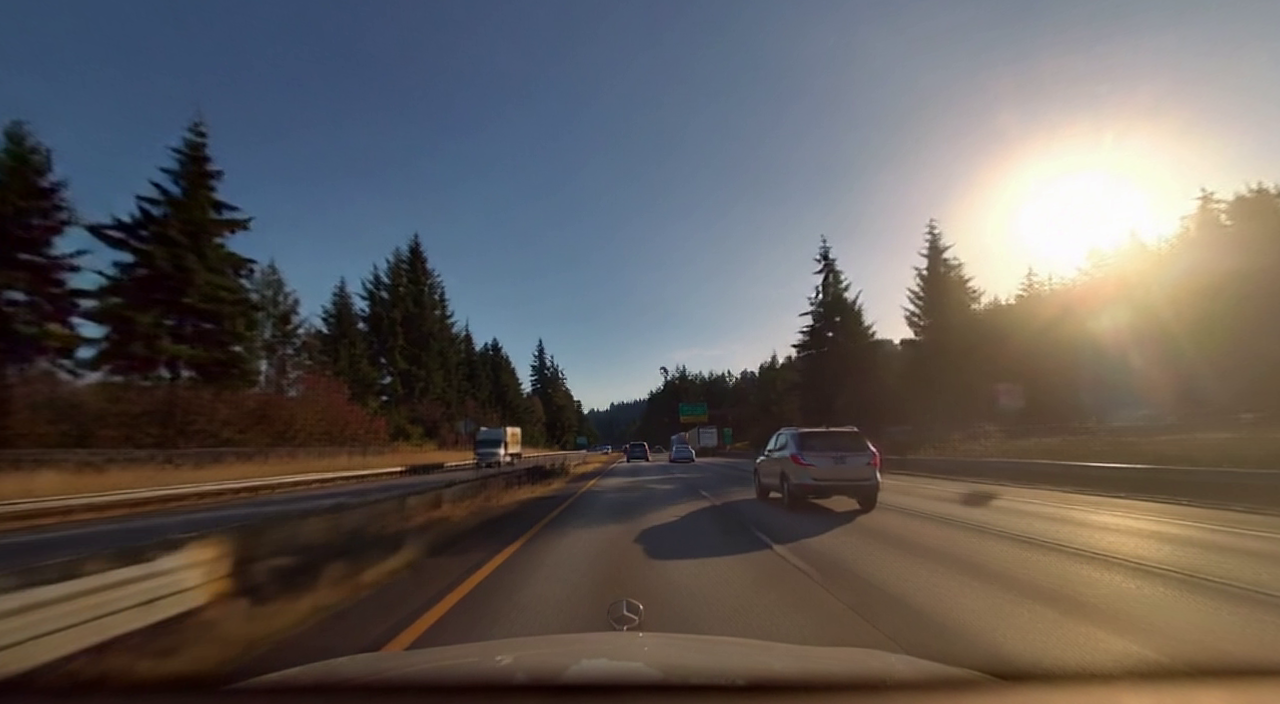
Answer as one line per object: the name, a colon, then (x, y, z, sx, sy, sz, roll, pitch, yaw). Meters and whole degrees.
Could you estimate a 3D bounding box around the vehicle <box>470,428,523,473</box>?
vehicle: (-11.176, 7.755, 49.592, 2.562, 3.204, 6.384, 0, -9, 0)

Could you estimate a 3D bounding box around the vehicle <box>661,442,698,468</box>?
vehicle: (2.706, 7.176, 43.948, 2.123, 1.620, 4.959, 0, -9, -1)

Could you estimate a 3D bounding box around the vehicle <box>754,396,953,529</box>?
vehicle: (3.657, 2.025, 11.884, 1.981, 1.984, 4.623, 0, -9, -2)
